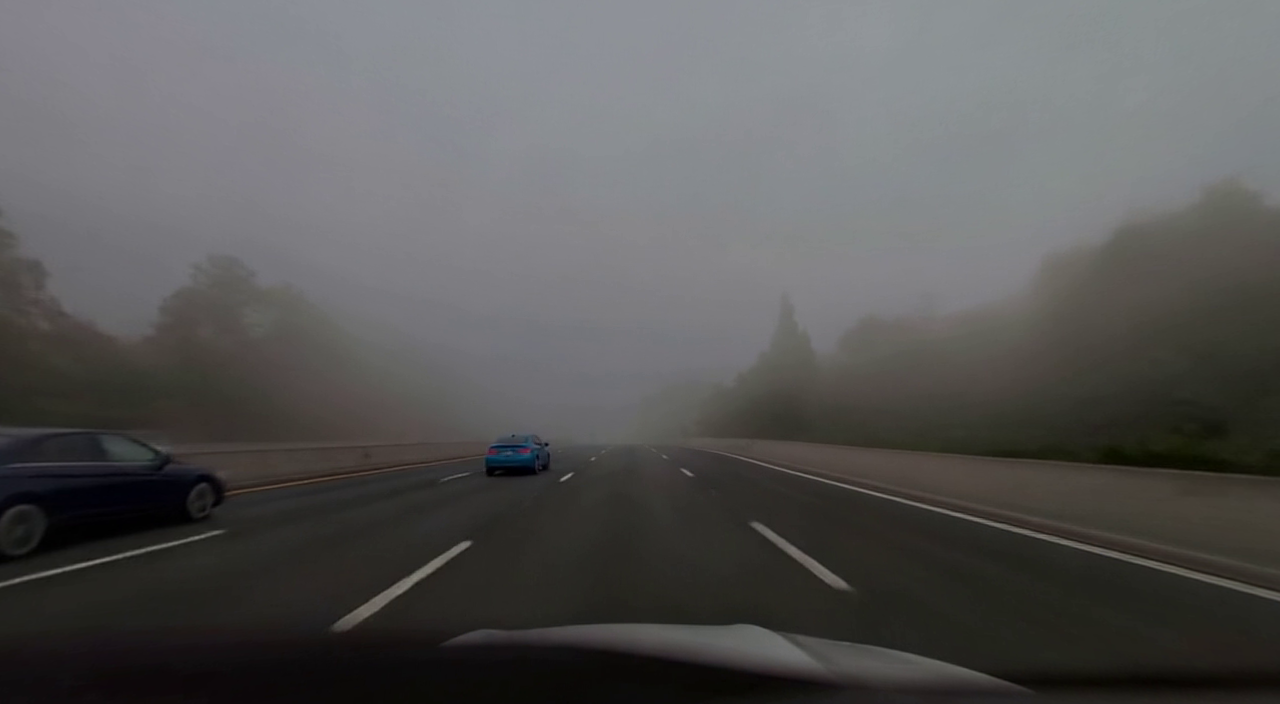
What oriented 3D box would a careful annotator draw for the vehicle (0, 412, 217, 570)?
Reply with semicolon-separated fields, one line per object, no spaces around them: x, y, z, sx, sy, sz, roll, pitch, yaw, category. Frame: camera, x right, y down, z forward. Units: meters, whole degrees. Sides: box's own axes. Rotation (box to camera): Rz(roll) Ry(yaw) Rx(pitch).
-7.264;1.462;6.954;1.983;1.535;4.652;0;-8;-1;vehicle

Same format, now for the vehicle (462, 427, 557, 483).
-3.853;3.109;19.448;2.026;1.517;4.325;0;-8;0;vehicle

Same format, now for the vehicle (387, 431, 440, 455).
-16.181;6.504;45.249;2.128;1.585;4.592;0;-8;-1;vehicle
